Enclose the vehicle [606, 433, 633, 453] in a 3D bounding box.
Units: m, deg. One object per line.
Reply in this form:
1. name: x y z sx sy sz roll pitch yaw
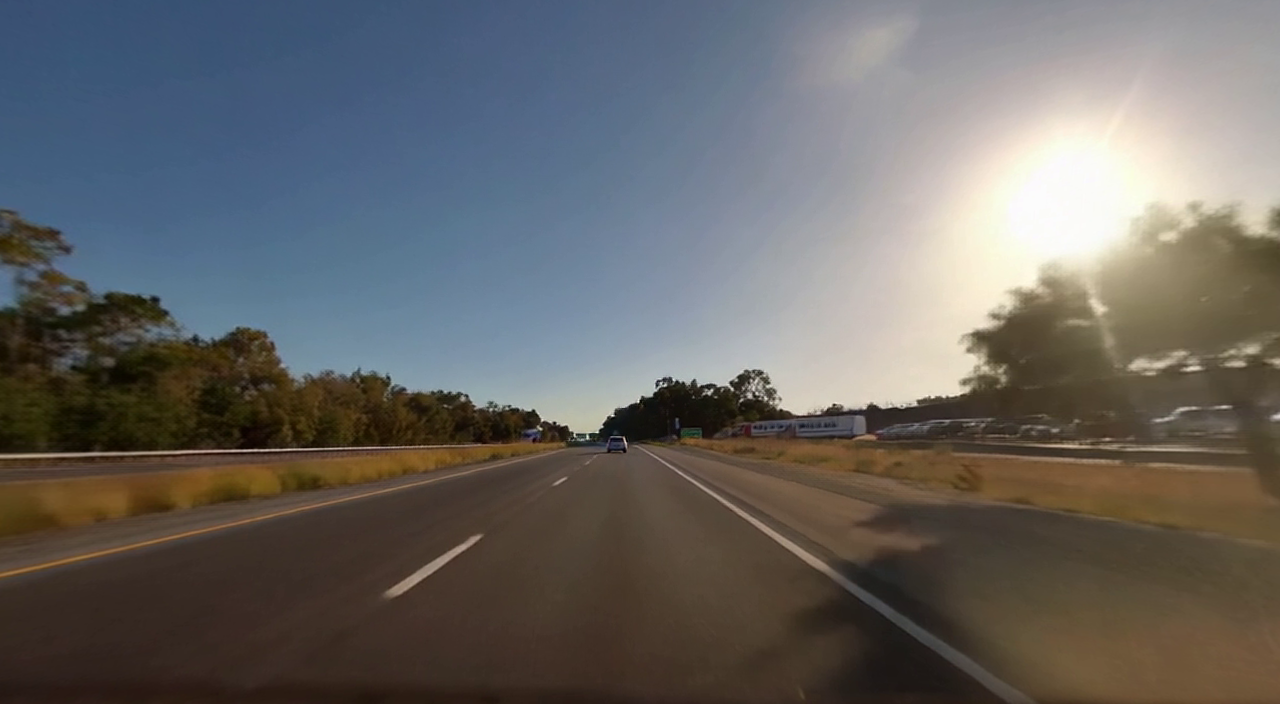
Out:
1. vehicle: -1.641 7.141 49.433 2.037 1.504 4.248 0 -8 -2
